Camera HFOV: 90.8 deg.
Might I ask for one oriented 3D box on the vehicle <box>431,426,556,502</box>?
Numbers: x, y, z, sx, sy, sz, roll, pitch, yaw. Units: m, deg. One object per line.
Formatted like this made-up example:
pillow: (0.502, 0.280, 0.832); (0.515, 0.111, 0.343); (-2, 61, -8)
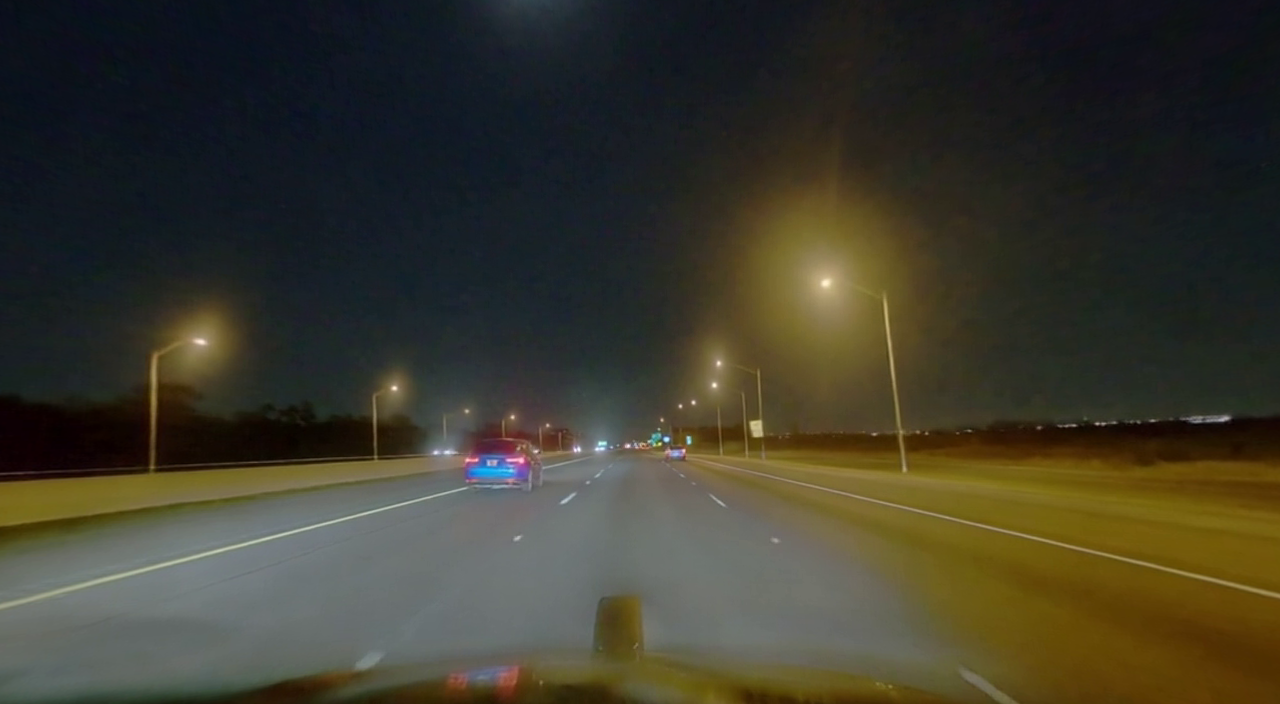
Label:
vehicle: (-3.811, 3.041, 17.534); (2.205, 1.773, 5.124); (0, -9, 0)
